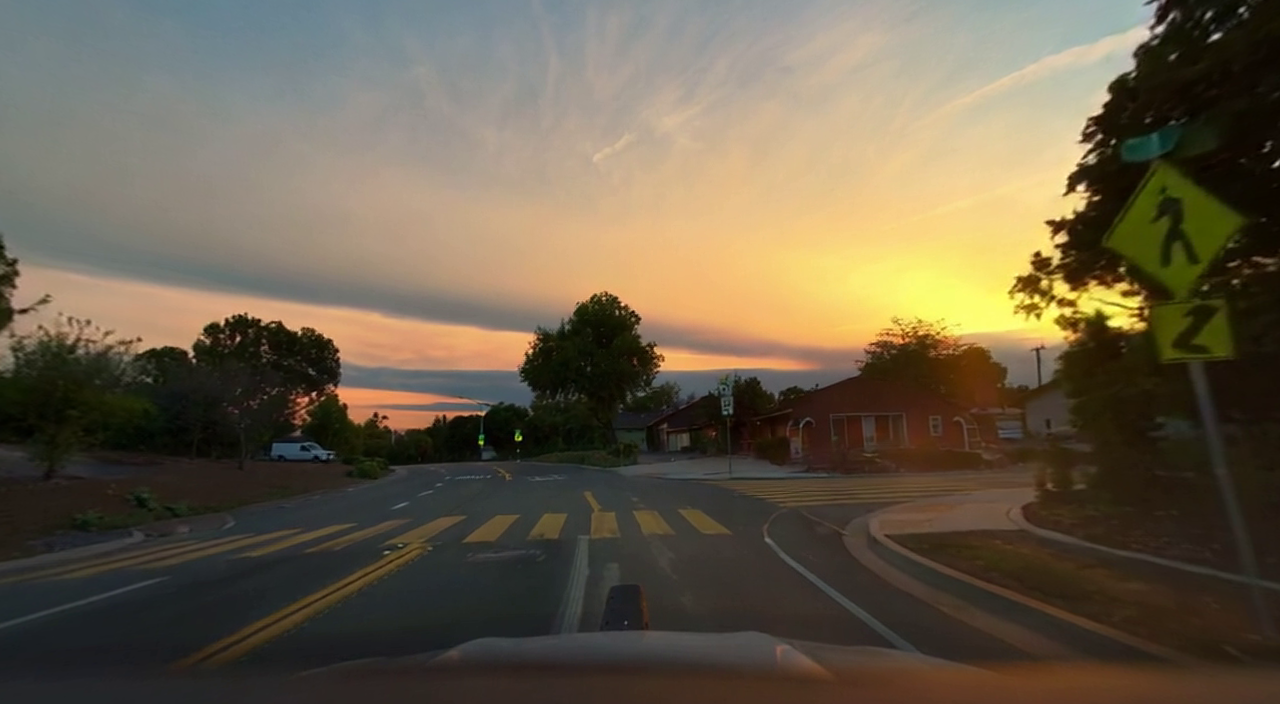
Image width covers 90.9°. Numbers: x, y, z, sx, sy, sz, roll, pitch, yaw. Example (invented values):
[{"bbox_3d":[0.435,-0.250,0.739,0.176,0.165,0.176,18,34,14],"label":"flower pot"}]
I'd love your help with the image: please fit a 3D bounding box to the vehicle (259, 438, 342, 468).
[{"bbox_3d":[-24.016,7.128,44.647,4.699,1.996,2.116,-1,-9,9],"label":"vehicle"}]
